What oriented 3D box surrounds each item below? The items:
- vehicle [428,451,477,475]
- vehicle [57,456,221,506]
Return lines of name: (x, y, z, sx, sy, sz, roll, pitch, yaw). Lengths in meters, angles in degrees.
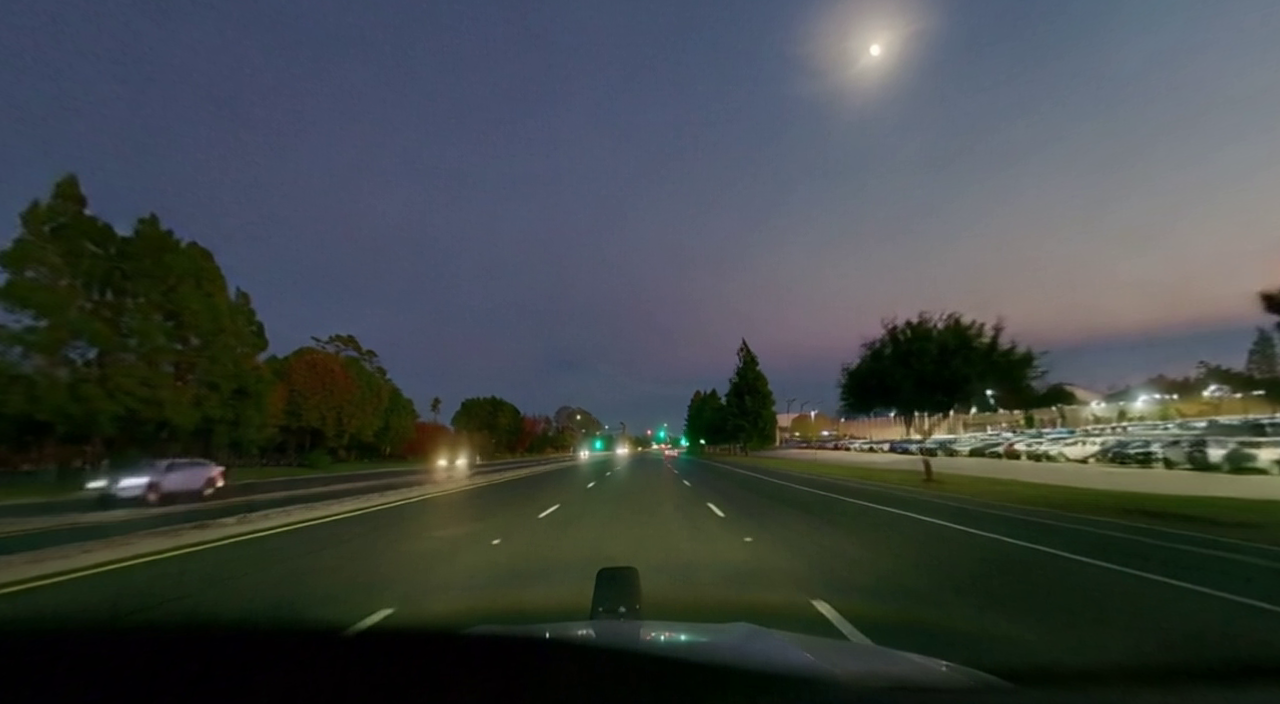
vehicle: (-12.934, 7.678, 43.933, 1.863, 1.456, 4.579, 0, -8, 2)
vehicle: (-17.438, 4.488, 22.379, 1.907, 1.483, 4.643, 0, -8, 2)
